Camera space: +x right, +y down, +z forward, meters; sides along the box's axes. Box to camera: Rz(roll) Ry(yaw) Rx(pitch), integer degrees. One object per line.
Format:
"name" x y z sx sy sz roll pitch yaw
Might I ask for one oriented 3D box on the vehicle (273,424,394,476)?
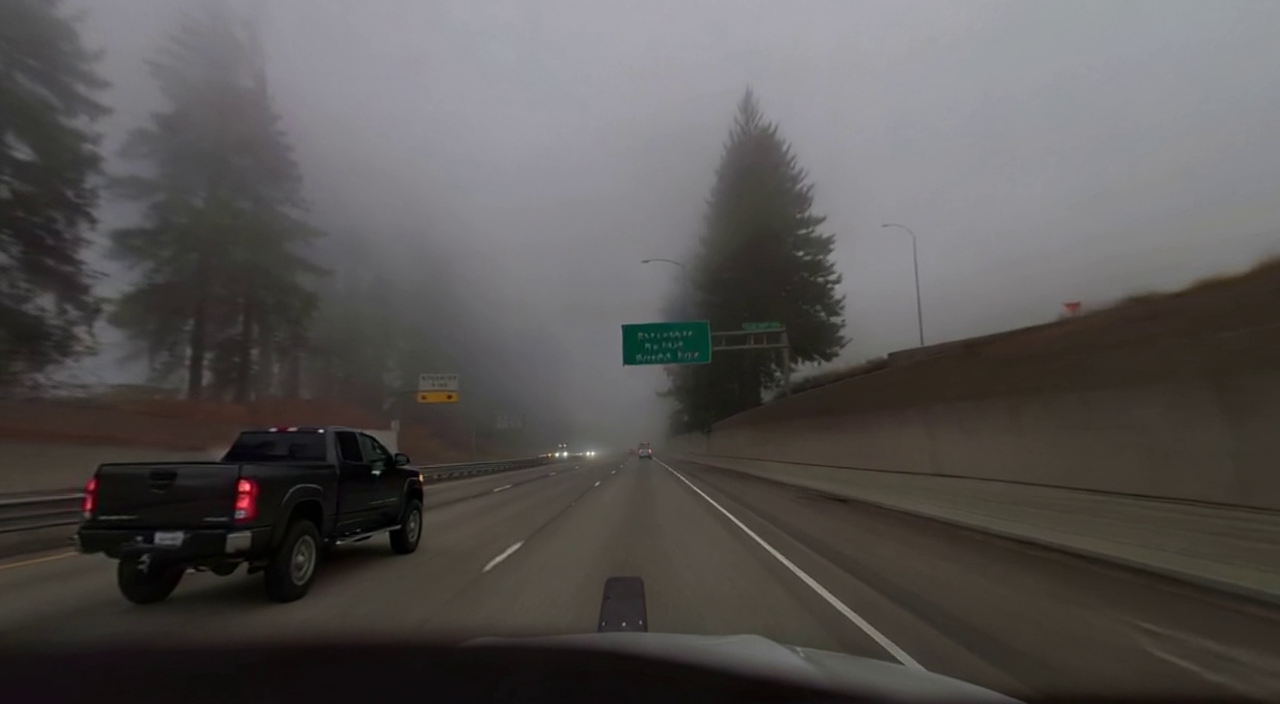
"vehicle" -21.573 6.985 45.481 3.101 3.238 10.911 -1 -8 1

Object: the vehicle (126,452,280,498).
"vehicle" -21.936 6.173 32.281 2.698 1.930 7.081 -1 -8 2
